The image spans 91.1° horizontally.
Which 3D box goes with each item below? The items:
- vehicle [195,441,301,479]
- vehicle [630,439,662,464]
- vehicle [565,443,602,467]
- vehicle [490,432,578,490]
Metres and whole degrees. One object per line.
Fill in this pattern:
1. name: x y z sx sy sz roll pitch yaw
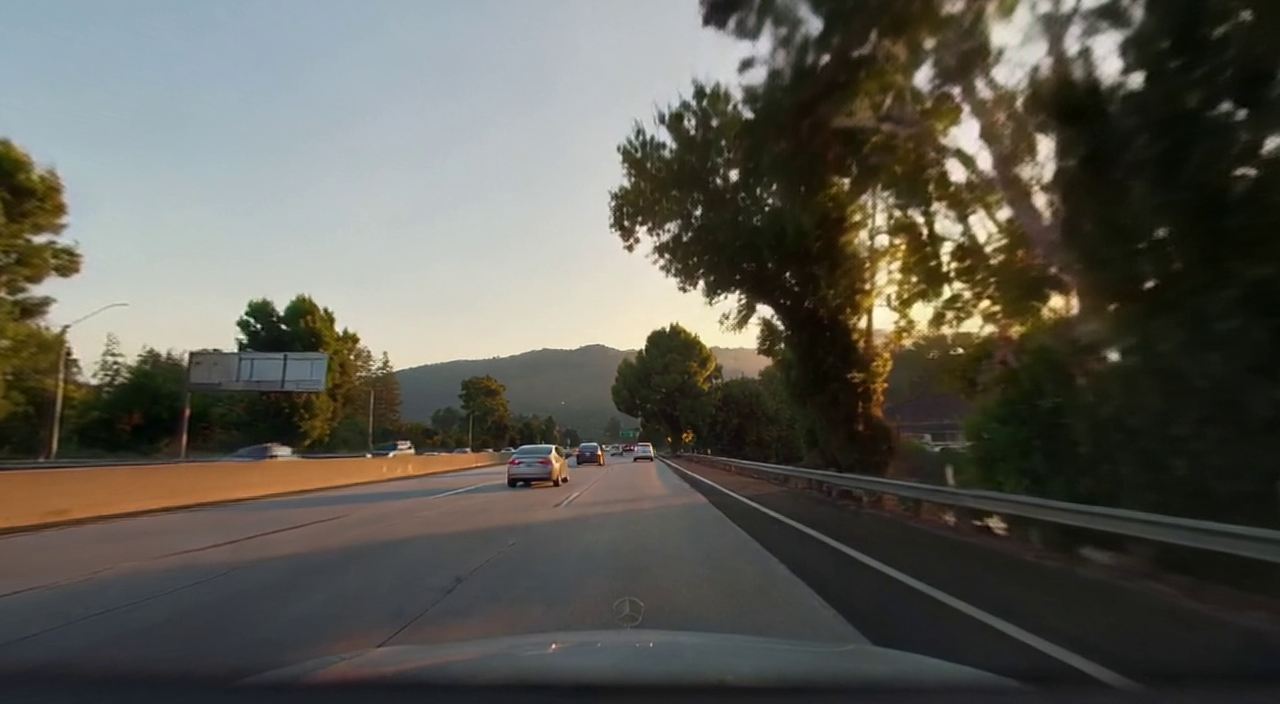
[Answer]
1. vehicle: -17.076 4.704 27.624 1.849 1.527 4.323 0 -8 0
2. vehicle: 0.415 7.359 46.542 2.285 1.797 4.478 0 -8 0
3. vehicle: -3.659 6.743 41.261 2.055 1.431 3.921 0 -8 1
4. vehicle: -3.303 3.491 20.444 2.056 1.679 4.204 0 -8 1
